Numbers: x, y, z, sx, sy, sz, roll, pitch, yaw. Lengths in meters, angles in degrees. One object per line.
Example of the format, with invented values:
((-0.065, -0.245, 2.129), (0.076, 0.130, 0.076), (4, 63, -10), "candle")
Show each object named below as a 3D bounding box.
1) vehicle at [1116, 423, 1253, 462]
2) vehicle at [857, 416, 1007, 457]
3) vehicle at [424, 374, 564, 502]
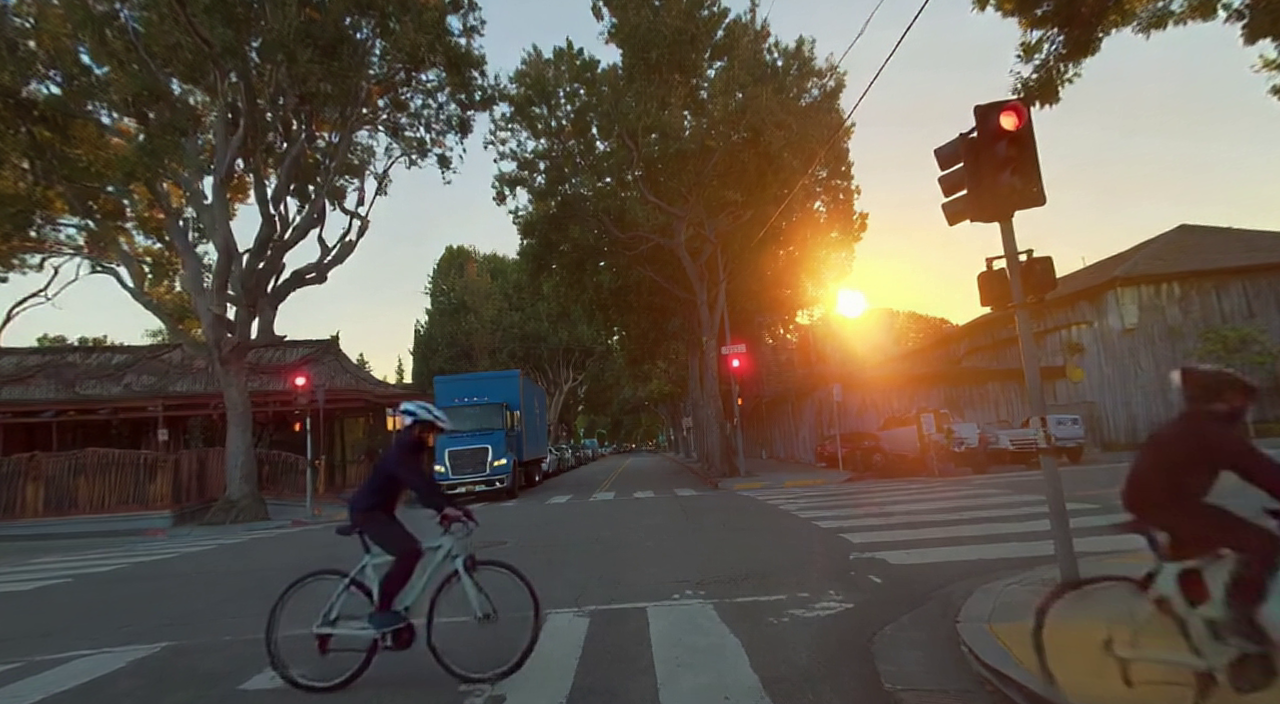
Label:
((24.953, 4.160, 29.013), (4.268, 1.695, 2.053), (0, -8, 3), "vehicle")
((10.699, 3.143, 23.416), (4.643, 1.456, 1.820), (-1, -8, 5), "vehicle")
((-5.753, 3.717, 27.090), (3.113, 4.041, 10.284), (-7, -8, 0), "vehicle")
